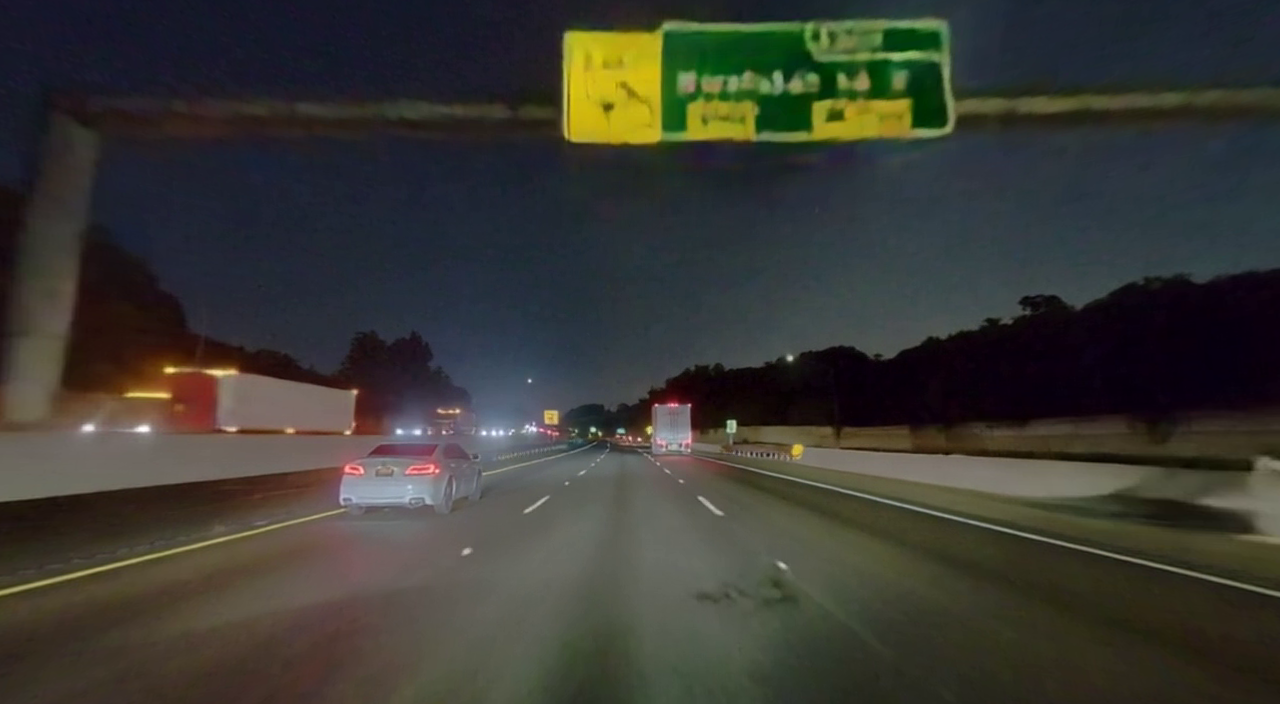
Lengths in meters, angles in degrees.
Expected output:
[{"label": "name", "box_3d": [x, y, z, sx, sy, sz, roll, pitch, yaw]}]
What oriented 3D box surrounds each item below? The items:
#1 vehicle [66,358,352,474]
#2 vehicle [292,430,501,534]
[{"label": "vehicle", "box_3d": [-20.296, 3.581, 32.660, 2.959, 4.394, 17.543, 0, -8, -1]}, {"label": "vehicle", "box_3d": [-3.914, 2.129, 11.098, 1.971, 1.444, 4.401, 0, -8, -1]}]
